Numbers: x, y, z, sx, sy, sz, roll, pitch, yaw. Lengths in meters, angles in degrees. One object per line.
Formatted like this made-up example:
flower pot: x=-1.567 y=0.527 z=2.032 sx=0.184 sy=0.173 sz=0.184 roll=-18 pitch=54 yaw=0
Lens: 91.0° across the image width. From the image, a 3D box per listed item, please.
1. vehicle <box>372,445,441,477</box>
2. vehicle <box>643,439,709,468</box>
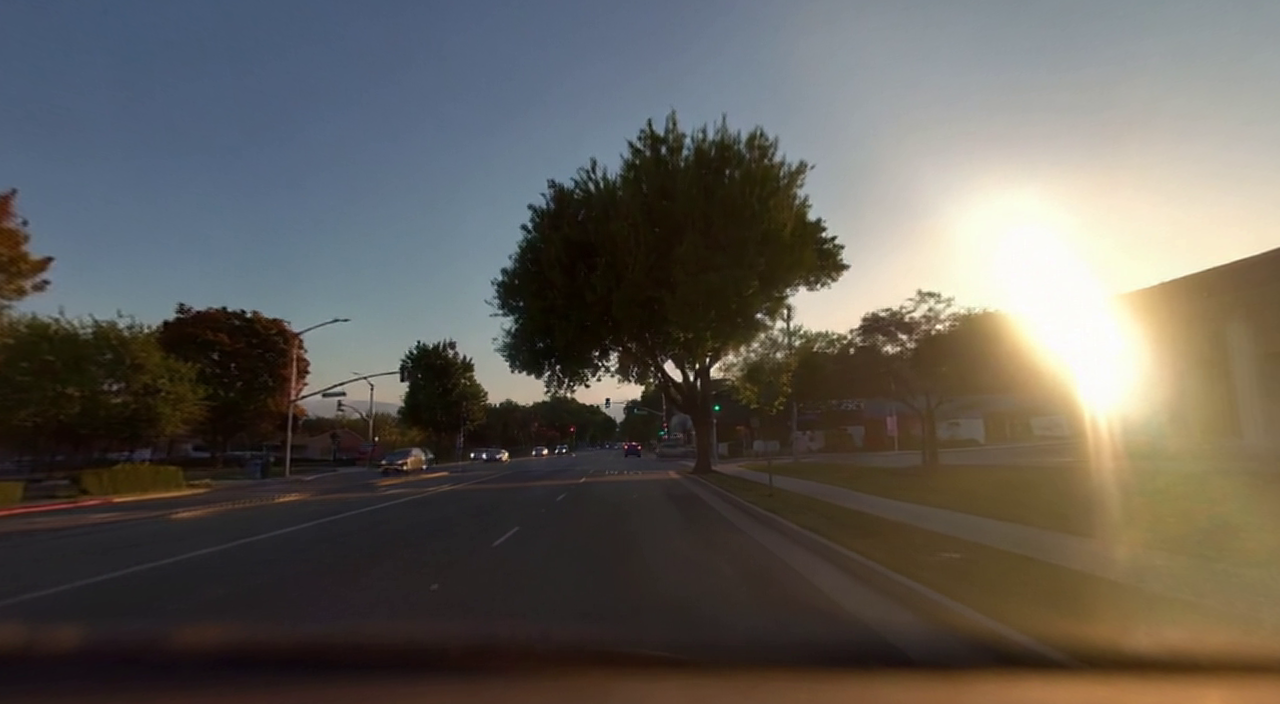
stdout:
vehicle: x=-13.003 y=6.063 z=35.362 sx=2.145 sy=1.660 sz=4.423 roll=0 pitch=-9 yaw=0
vehicle: x=2.227 y=6.117 z=38.123 sx=2.191 sy=1.607 sz=4.361 roll=-5 pitch=-10 yaw=31
